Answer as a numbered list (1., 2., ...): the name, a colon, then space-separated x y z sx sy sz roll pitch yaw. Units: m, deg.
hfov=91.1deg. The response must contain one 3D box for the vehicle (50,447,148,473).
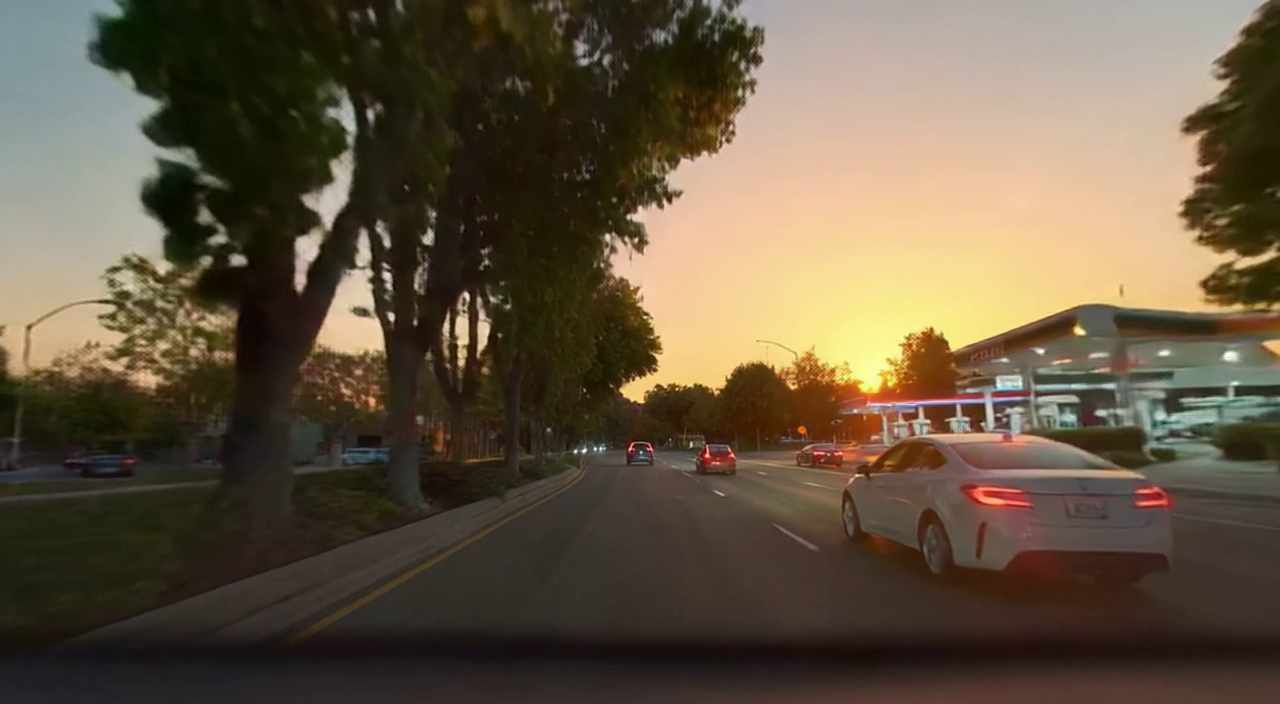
1. vehicle: -34.155 6.809 39.713 4.595 1.533 1.853 -1 -9 4

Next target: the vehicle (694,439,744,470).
1. vehicle: 4.073 5.384 33.103 1.980 1.515 4.362 0 -9 -1

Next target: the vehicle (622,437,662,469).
1. vehicle: 0.069 5.760 36.025 2.172 1.694 4.055 0 -9 -1

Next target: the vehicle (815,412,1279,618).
1. vehicle: 3.726 1.567 7.086 2.119 1.509 4.756 0 -9 0
